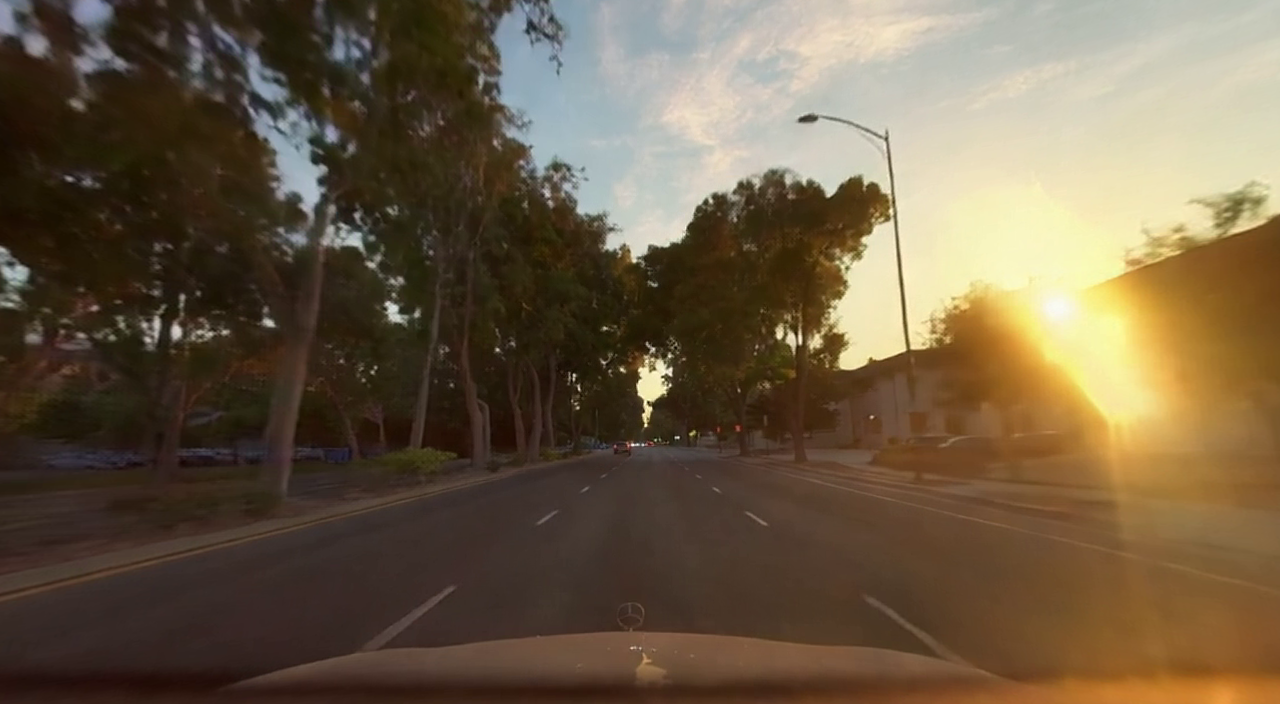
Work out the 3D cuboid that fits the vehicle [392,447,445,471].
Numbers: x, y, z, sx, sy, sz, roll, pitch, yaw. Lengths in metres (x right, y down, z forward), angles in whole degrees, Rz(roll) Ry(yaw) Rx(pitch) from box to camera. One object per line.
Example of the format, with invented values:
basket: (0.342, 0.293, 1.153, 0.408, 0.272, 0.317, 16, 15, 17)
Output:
vehicle: (-16.190, 7.831, 46.367, 2.168, 1.634, 4.610, 0, -8, 1)
